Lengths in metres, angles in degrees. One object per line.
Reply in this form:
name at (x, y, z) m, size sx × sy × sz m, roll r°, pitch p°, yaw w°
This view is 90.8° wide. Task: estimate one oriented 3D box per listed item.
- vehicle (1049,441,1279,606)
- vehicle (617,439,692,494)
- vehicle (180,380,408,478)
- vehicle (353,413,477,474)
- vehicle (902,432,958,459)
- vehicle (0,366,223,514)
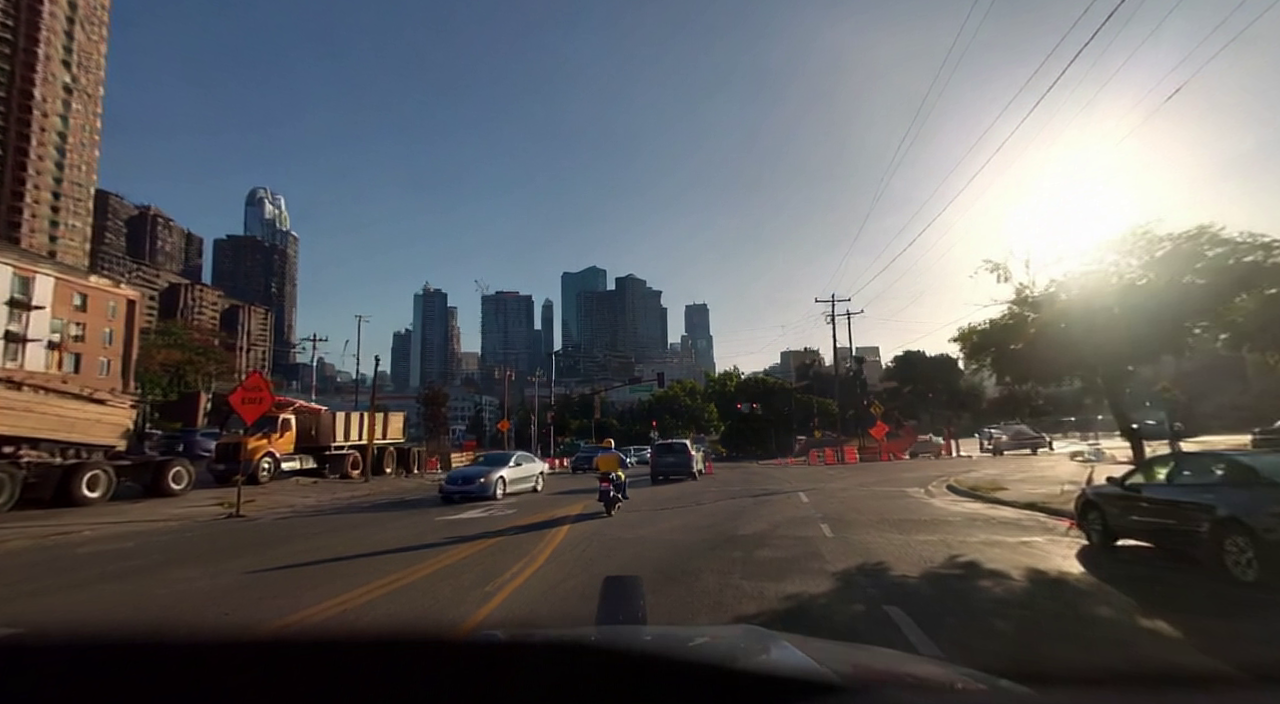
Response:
vehicle at (6.819, 1.713, 6.914) m, size 1.973 × 1.457 × 4.522 m, roll -1°, pitch -8°, yaw 6°
vehicle at (0.587, 3.706, 20.856) m, size 1.925 × 1.602 × 4.090 m, roll -2°, pitch -9°, yaw 9°
vehicle at (-13.742, 3.334, 26.712) m, size 2.996 × 3.170 × 10.153 m, roll -5°, pitch -8°, yaw 7°
vehicle at (-13.074, 5.248, 38.198) m, size 2.970 × 2.938 × 11.622 m, roll -3°, pitch -5°, yaw 2°
vehicle at (20.008, 6.508, 43.841) m, size 1.918 × 1.732 × 4.650 m, roll -1°, pitch -8°, yaw 4°
vehicle at (-15.106, 2.176, 15.476) m, size 2.990 × 3.144 × 9.080 m, roll -1°, pitch -8°, yaw 5°
